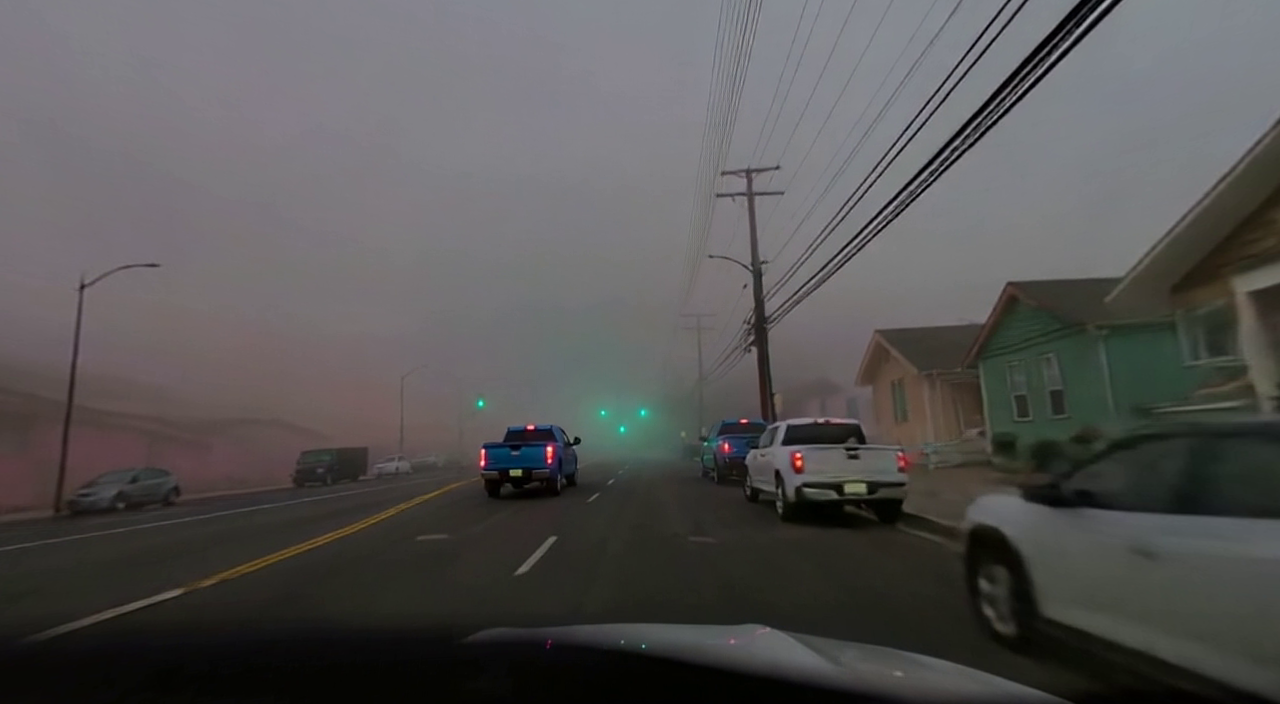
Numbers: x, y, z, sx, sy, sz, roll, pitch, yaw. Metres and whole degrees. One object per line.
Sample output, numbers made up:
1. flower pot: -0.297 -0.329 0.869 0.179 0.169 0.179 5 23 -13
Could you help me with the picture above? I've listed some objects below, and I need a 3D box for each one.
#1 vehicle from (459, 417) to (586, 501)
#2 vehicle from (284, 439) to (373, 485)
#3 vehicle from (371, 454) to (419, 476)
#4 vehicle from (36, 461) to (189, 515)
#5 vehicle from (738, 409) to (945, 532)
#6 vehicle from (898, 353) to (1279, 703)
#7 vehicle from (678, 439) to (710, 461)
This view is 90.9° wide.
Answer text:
1. vehicle: -2.902 2.829 16.986 2.242 1.890 5.306 -1 -9 2
2. vehicle: -18.982 6.701 38.804 2.159 2.586 5.899 -1 -9 3
3. vehicle: -18.477 8.552 47.757 1.820 1.511 4.294 -1 -9 1
4. vehicle: -18.795 4.823 22.748 1.908 1.614 4.092 -1 -9 1
5. vehicle: 3.260 2.048 11.425 2.052 1.750 4.679 0 -9 -2
6. vehicle: 3.111 0.920 2.690 2.115 1.615 4.772 -1 -9 2
7. vehicle: 3.944 7.271 46.765 2.012 1.491 4.333 0 -9 0
